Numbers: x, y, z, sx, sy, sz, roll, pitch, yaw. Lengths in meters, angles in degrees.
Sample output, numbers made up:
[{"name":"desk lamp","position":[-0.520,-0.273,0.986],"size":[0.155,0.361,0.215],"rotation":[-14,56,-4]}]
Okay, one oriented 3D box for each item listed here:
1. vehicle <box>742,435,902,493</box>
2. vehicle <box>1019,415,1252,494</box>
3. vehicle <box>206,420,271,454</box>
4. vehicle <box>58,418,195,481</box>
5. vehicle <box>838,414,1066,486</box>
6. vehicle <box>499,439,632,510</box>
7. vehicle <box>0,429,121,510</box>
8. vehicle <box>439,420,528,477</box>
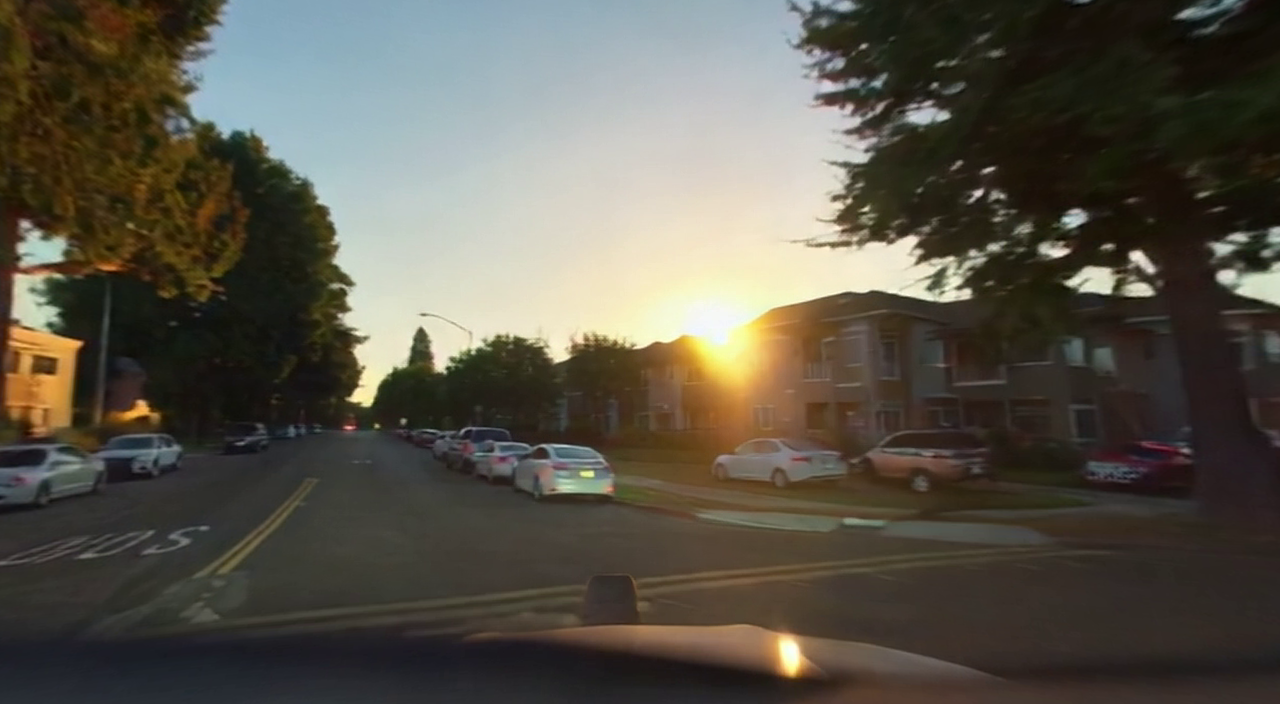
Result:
[{"name":"vehicle","position":[5.010,3.041,17.394],"size":[3.821,1.417,2.061],"rotation":[4,-10,-26]},{"name":"vehicle","position":[11.085,2.286,14.148],"size":[4.413,1.549,1.918],"rotation":[3,-9,-19]},{"name":"vehicle","position":[-24.225,5.212,38.188],"size":[2.384,1.781,5.492],"rotation":[1,-9,-23]},{"name":"vehicle","position":[-17.037,3.298,21.265],"size":[2.235,1.802,5.138],"rotation":[1,-9,-24]},{"name":"vehicle","position":[7.717,2.407,15.522],"size":[5.312,1.533,2.104],"rotation":[4,-9,-25]},{"name":"vehicle","position":[-1.978,2.820,15.096],"size":[1.977,1.410,4.744],"rotation":[3,-9,-22]},{"name":"vehicle","position":[-13.616,2.558,13.897],"size":[2.067,1.510,4.501],"rotation":[2,-9,-23]},{"name":"vehicle","position":[-6.447,3.860,25.290],"size":[2.365,1.970,6.011],"rotation":[4,-9,-24]}]
